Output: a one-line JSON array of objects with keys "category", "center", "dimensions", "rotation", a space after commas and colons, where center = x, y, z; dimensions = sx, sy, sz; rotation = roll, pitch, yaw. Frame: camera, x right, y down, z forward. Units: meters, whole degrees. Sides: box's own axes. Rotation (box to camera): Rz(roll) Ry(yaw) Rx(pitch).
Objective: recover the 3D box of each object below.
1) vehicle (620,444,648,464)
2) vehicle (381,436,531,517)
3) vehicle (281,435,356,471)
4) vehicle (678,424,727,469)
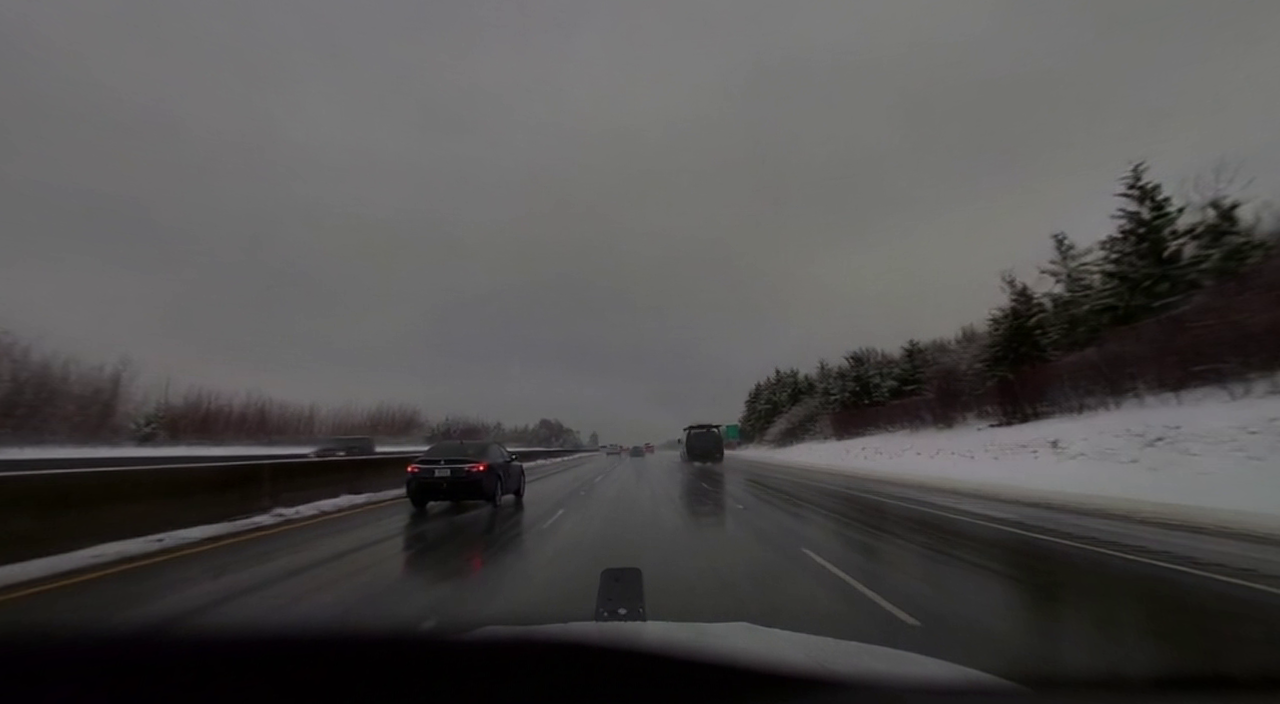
[{"category": "vehicle", "center": [-0.448, 7.580, 46.872], "dimensions": [2.007, 1.456, 3.719], "rotation": [0, -9, -1]}, {"category": "vehicle", "center": [-3.913, 2.724, 14.289], "dimensions": [2.054, 1.529, 4.368], "rotation": [0, -9, 0]}, {"category": "vehicle", "center": [-19.356, 6.126, 38.187], "dimensions": [2.007, 2.011, 4.830], "rotation": [0, -9, -1]}, {"category": "vehicle", "center": [3.851, 6.005, 40.095], "dimensions": [2.361, 2.636, 5.684], "rotation": [0, -9, -1]}]
